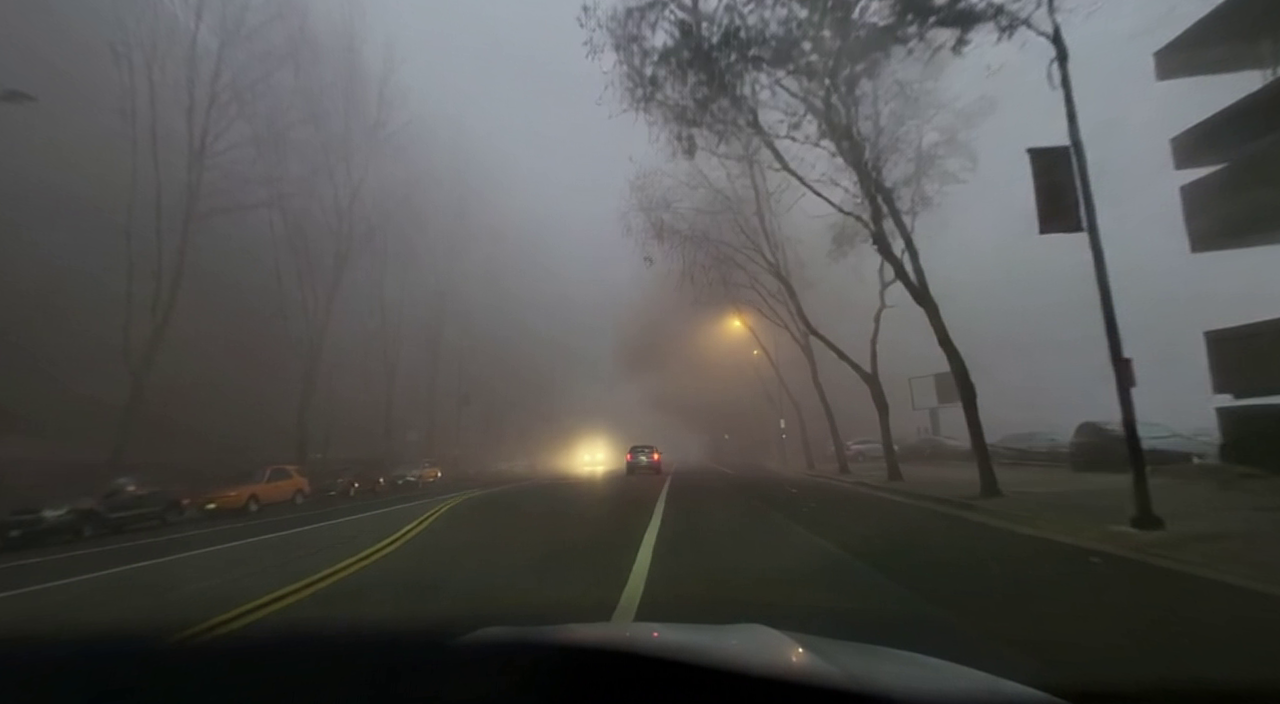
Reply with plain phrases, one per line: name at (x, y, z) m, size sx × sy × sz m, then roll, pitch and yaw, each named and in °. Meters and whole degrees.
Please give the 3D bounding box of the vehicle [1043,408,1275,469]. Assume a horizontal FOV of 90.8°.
vehicle at (15.211, 2.595, 18.801) m, size 4.750 × 1.519 × 2.276 m, roll -3°, pitch -9°, yaw 3°

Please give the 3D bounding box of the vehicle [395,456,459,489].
vehicle at (-12.256, 6.959, 36.718) m, size 1.997 × 1.668 × 4.084 m, roll 0°, pitch -8°, yaw 5°

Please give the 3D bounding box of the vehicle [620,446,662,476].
vehicle at (0.134, 5.823, 34.059) m, size 2.051 × 1.454 × 4.132 m, roll 0°, pitch -8°, yaw 3°

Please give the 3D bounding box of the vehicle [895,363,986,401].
vehicle at (15.435, 1.587, 32.603) m, size 3.766 × 1.708 × 1.810 m, roll -1°, pitch -10°, yaw 6°

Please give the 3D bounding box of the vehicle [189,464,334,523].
vehicle at (-13.001, 4.848, 22.104) m, size 1.984 × 1.635 × 4.525 m, roll -3°, pitch -9°, yaw 6°

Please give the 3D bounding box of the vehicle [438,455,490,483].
vehicle at (-11.858, 7.914, 42.905) m, size 2.016 × 1.627 × 4.742 m, roll -2°, pitch -8°, yaw 3°

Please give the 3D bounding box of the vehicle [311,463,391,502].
vehicle at (-12.716, 5.743, 28.080) m, size 1.646 × 1.462 × 3.740 m, roll 0°, pitch -8°, yaw 2°

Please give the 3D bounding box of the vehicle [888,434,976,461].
vehicle at (16.036, 5.283, 34.886) m, size 3.620 × 1.412 × 2.472 m, roll 0°, pitch -9°, yaw 2°

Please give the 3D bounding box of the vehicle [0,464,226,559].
vehicle at (-13.589, 4.015, 16.524) m, size 1.917 × 1.775 × 5.018 m, roll -10°, pitch -10°, yaw 3°

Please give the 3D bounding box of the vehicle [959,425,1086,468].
vehicle at (14.448, 3.602, 24.041) m, size 3.556 × 1.414 × 1.851 m, roll -3°, pitch -8°, yaw 1°
